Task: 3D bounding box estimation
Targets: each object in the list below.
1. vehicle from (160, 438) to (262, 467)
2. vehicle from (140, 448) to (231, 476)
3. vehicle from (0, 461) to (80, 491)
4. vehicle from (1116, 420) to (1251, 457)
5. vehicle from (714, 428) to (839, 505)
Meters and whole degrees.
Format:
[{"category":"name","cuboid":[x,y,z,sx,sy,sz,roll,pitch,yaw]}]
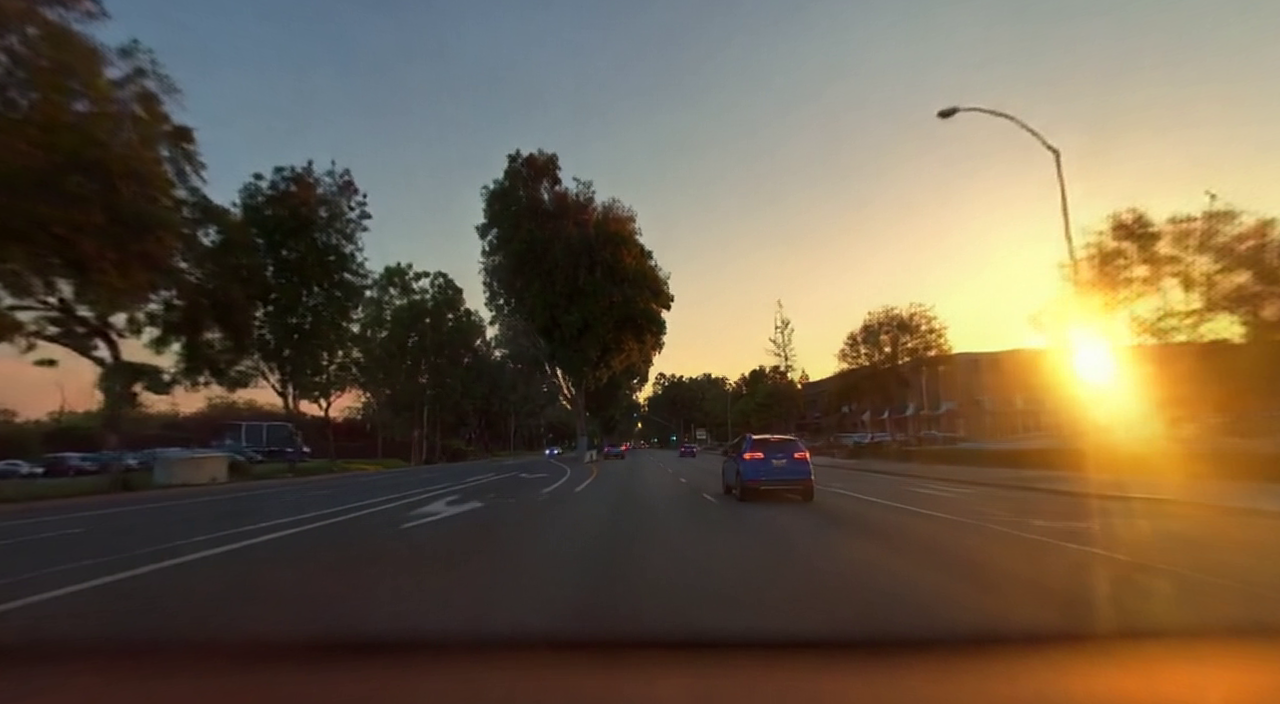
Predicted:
[{"category":"vehicle","cuboid":[-30.215,7.090,44.641,5.496,1.884,2.189,1,-8,-1]},{"category":"vehicle","cuboid":[-30.069,7.281,41.896,4.399,1.729,2.076,0,-9,0]},{"category":"vehicle","cuboid":[-30.394,6.072,31.057,3.840,1.393,1.911,0,-9,-2]},{"category":"vehicle","cuboid":[34.435,5.456,40.123,6.681,2.063,2.342,-1,-8,-6]},{"category":"vehicle","cuboid":[3.227,2.825,15.978,2.060,1.665,4.284,0,-9,-2]}]
